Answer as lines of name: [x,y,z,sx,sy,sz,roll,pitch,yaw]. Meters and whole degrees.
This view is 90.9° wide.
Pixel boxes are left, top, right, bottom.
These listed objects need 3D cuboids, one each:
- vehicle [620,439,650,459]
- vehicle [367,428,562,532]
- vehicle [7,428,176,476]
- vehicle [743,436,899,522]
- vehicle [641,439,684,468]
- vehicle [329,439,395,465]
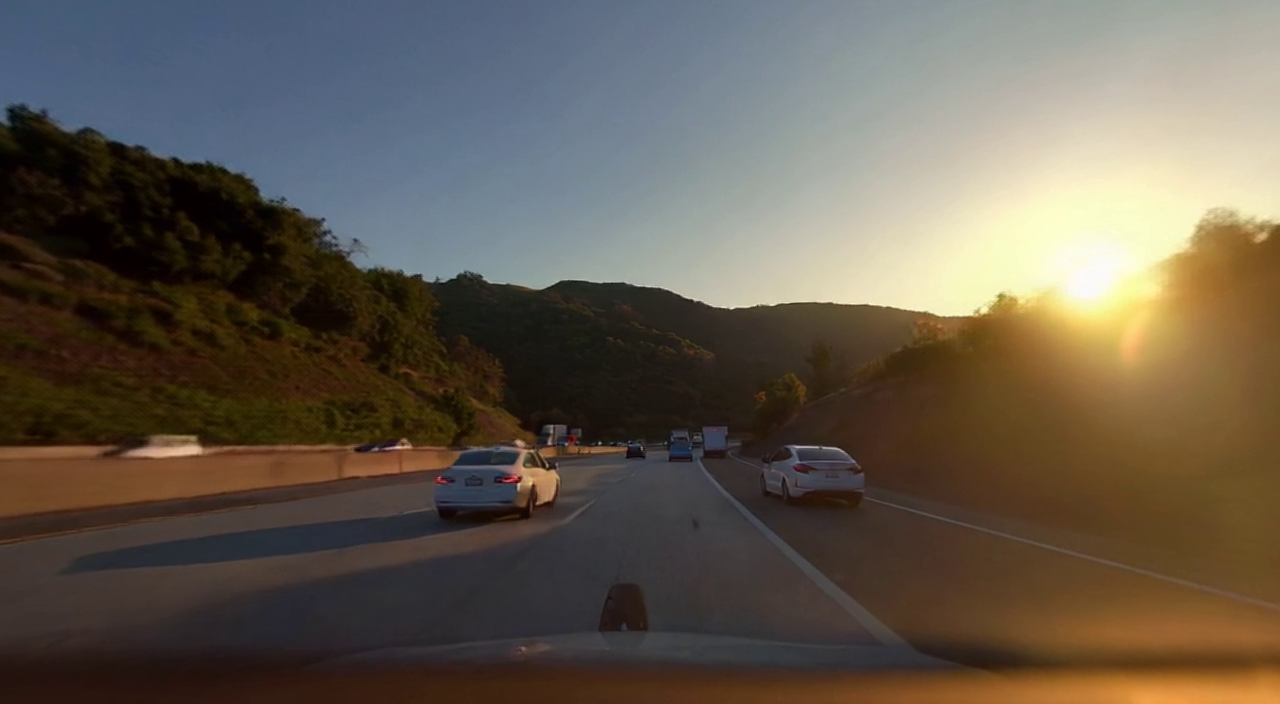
vehicle: [-0.352,7.673,49.938,2.010,1.482,4.230,-1,-8,4]
vehicle: [-2.855,2.218,11.604,2.031,1.491,4.792,-1,-8,2]
vehicle: [-21.218,3.911,24.787,2.114,1.678,4.985,0,-8,1]
vehicle: [3.489,2.529,13.137,2.013,1.464,4.317,0,-8,1]
vehicle: [1.277,5.462,34.061,2.202,1.467,3.929,-1,-8,4]
vehicle: [-17.168,6.197,39.250,1.870,1.454,4.587,-1,-8,2]
